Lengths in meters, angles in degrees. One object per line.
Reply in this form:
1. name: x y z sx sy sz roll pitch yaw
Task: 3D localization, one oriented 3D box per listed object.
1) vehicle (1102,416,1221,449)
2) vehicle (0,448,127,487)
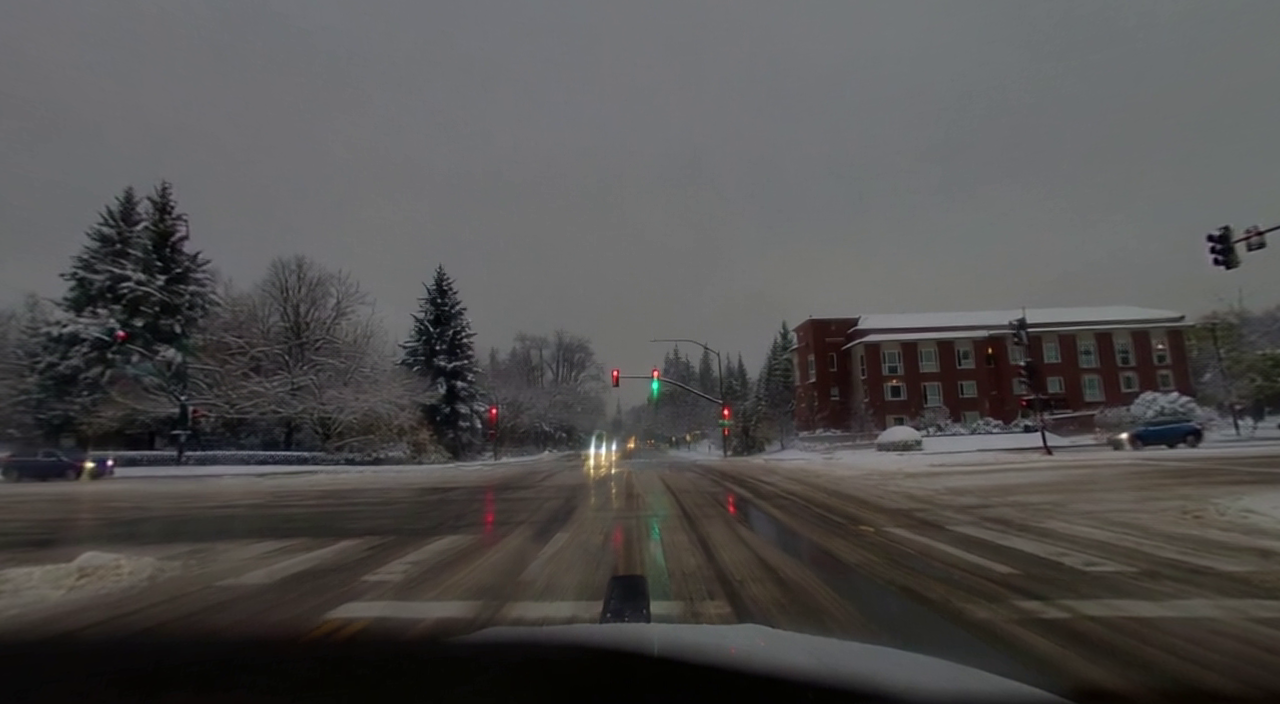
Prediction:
1. vehicle: 27.440 4.276 33.285 4.483 1.691 1.949 0 -8 2
2. vehicle: -25.182 4.964 27.257 4.332 1.573 1.900 0 -8 3
